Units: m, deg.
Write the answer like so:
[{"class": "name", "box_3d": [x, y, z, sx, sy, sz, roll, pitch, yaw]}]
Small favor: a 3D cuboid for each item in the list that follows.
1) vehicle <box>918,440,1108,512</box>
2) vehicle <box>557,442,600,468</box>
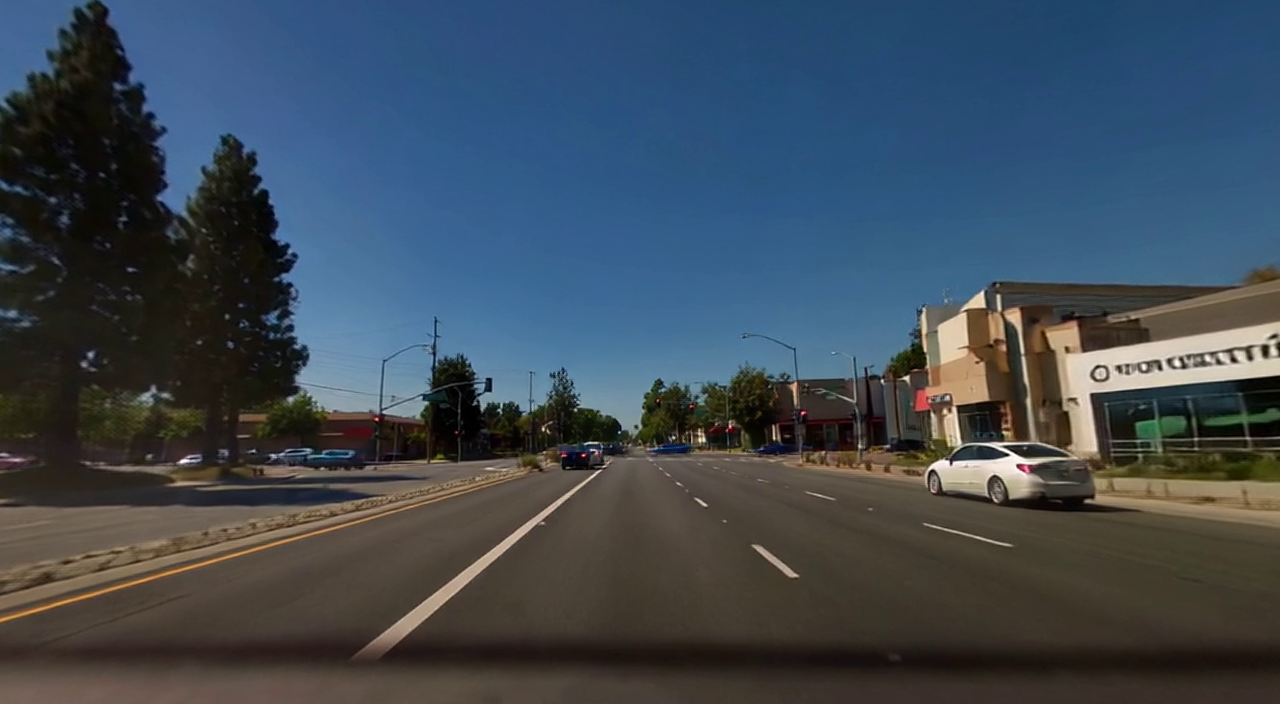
[{"class": "vehicle", "box_3d": [8.632, 2.877, 15.171, 1.936, 1.460, 4.258, 0, -8, 0]}, {"class": "vehicle", "box_3d": [-3.705, 6.364, 39.087, 2.121, 1.481, 4.708, 0, -8, 1]}]
